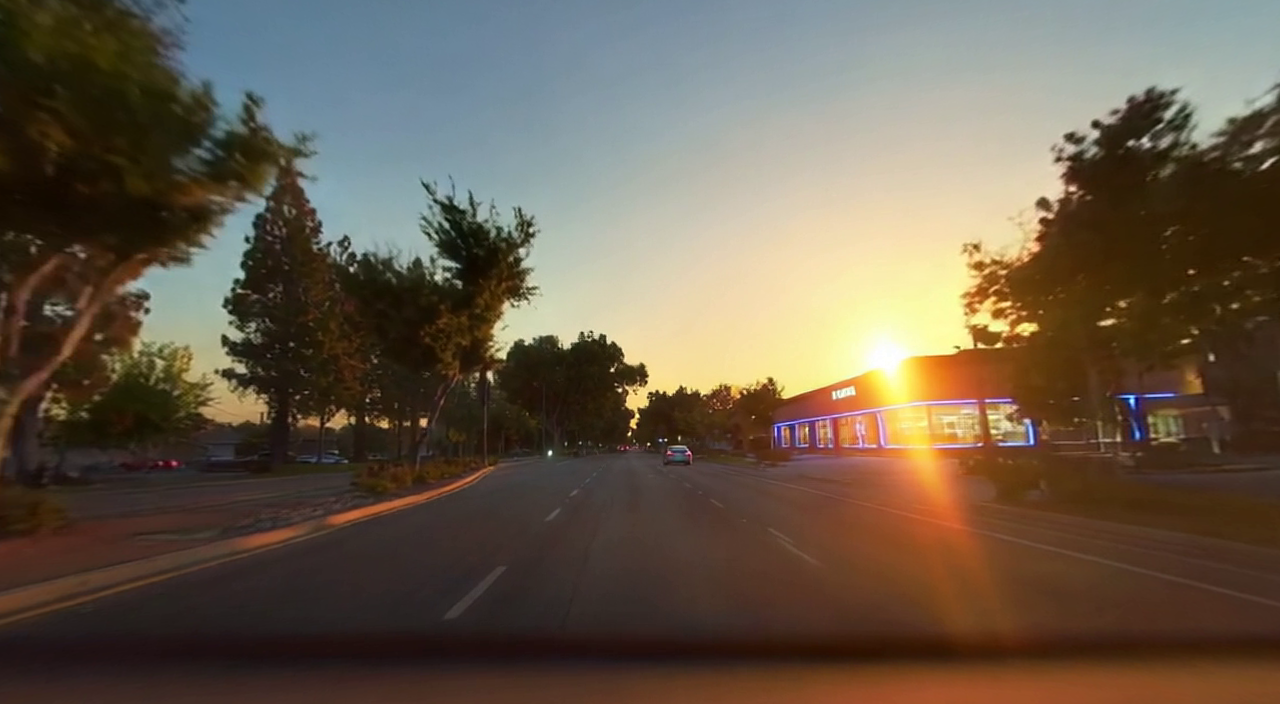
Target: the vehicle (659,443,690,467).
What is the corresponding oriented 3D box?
[{"bbox_3d":[2.568,7.813,47.763,2.020,1.681,4.248,0,-9,-2],"label":"vehicle"}]
